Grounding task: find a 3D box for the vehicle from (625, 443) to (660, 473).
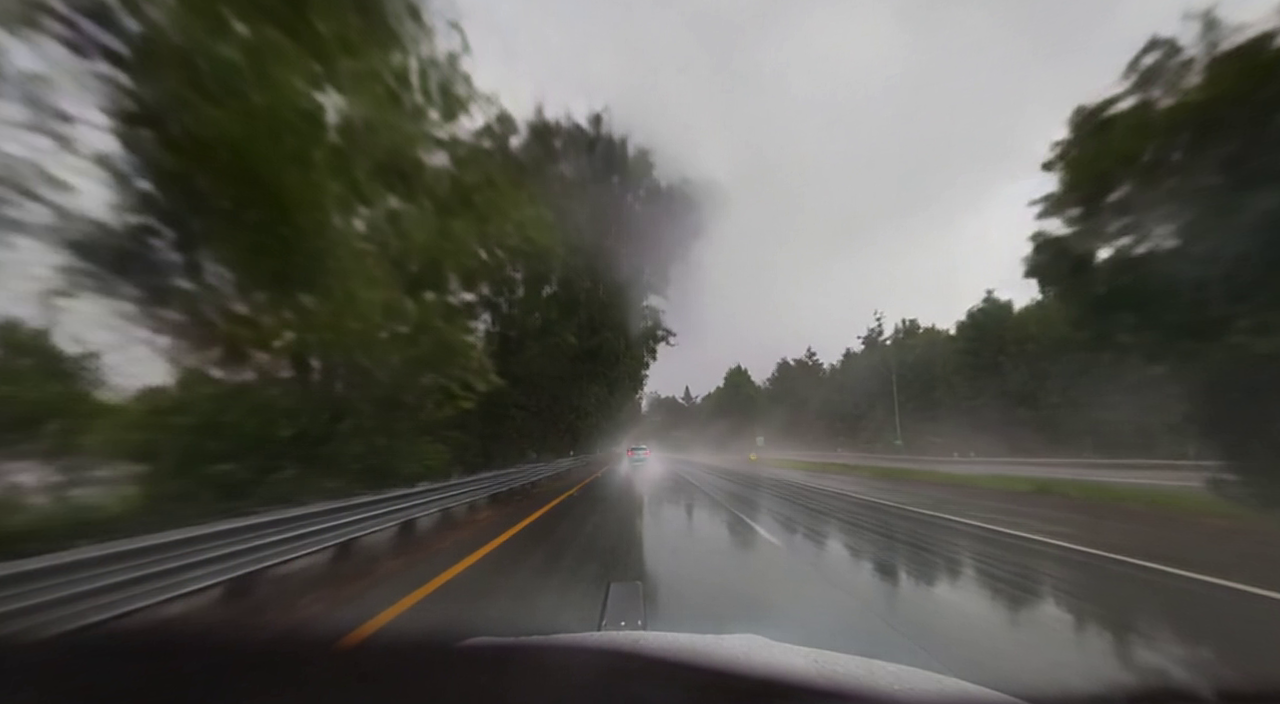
[{"bbox_3d":[0.133,6.344,37.884,1.987,1.658,3.620,0,-9,0],"label":"vehicle"}]
